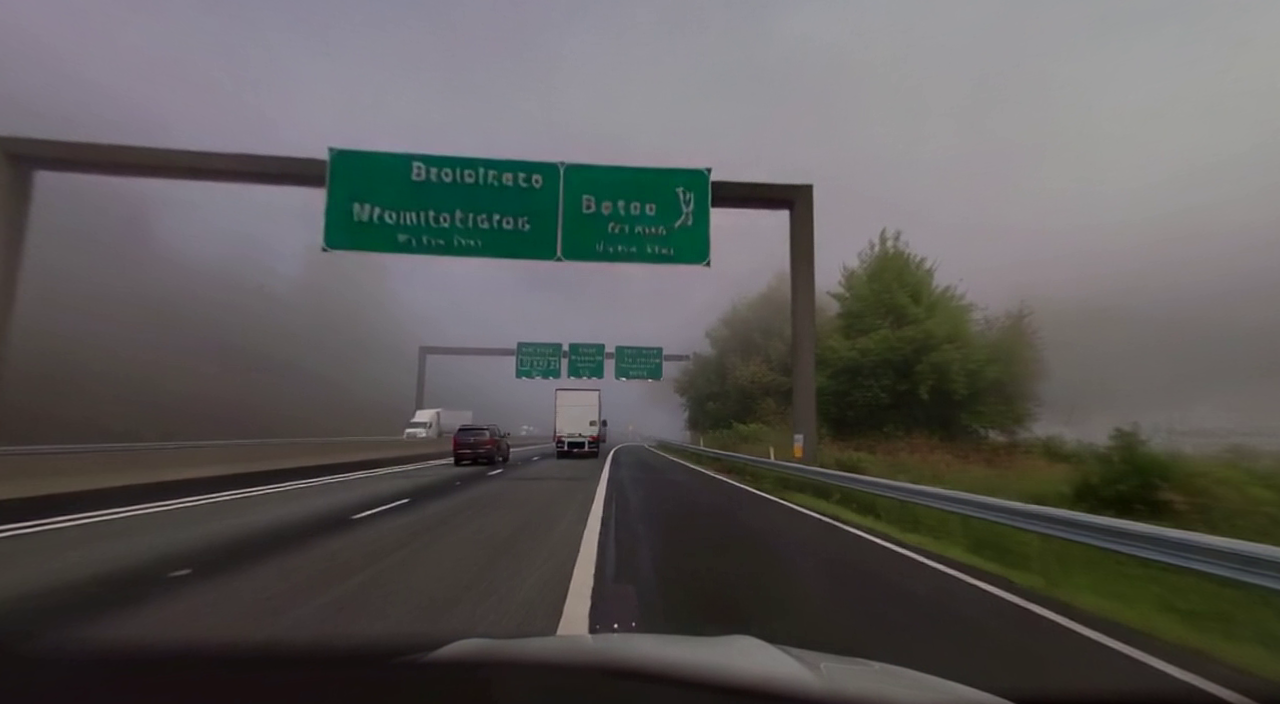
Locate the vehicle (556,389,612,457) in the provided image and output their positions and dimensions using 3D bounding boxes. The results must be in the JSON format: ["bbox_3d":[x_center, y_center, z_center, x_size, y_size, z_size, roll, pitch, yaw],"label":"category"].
[{"bbox_3d":[-3.272,4.481,39.059,2.855,3.741,8.587,0,-7,-2],"label":"vehicle"}]

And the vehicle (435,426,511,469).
[{"bbox_3d":[-6.826,3.932,26.193,2.068,1.647,4.321,0,-8,-2],"label":"vehicle"}]
